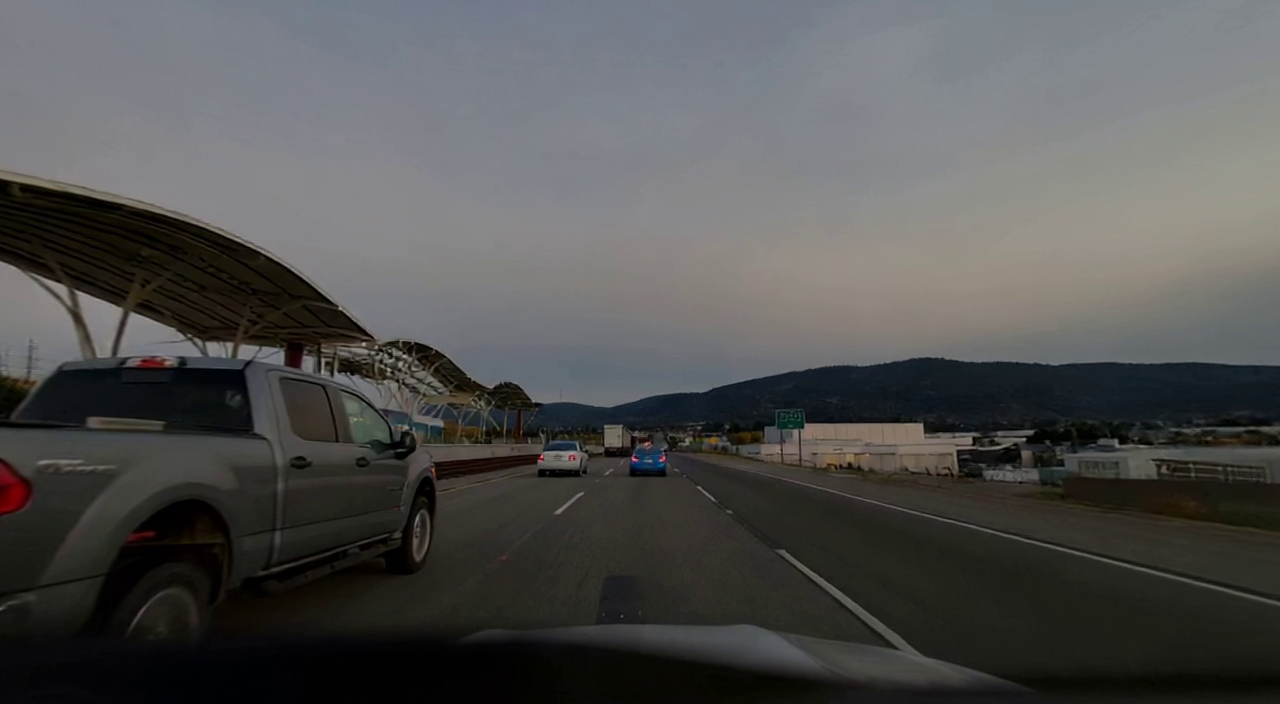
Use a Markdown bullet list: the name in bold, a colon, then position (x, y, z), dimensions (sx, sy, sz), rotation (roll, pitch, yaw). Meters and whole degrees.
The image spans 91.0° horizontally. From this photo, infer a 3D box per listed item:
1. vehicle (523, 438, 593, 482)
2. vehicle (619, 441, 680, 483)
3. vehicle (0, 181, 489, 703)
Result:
- **vehicle**: position (-3.225, 4.376, 25.794), dimensions (2.151, 1.613, 4.786), rotation (0, -8, 1)
- **vehicle**: position (0.328, 4.242, 24.561), dimensions (2.171, 1.493, 4.081), rotation (0, -9, 0)
- **vehicle**: position (-3.581, 0.985, 5.393), dimensions (2.733, 2.230, 6.820), rotation (0, -8, 1)
